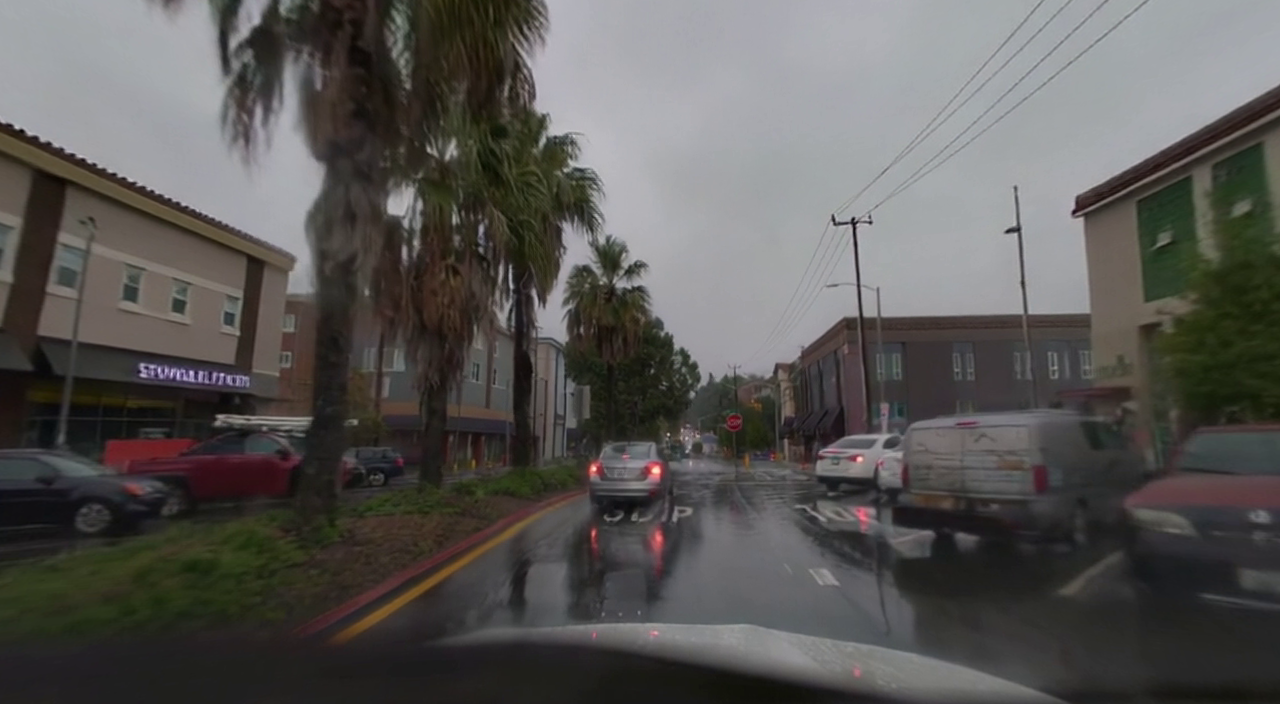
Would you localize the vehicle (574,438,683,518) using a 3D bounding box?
[{"bbox_3d":[-0.082,2.669,13.875,2.031,1.479,3.969,-1,-9,4],"label":"vehicle"}]

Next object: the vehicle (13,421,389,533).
[{"bbox_3d":[-10.092,2.802,15.177,6.873,2.051,2.823,8,-11,-43],"label":"vehicle"}]

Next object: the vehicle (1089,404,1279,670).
[{"bbox_3d":[5.348,1.249,4.883,4.105,1.509,1.839,7,-11,-38],"label":"vehicle"}]

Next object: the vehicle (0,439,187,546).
[{"bbox_3d":[-10.552,2.366,10.954,4.190,1.660,1.959,6,-11,-36],"label":"vehicle"}]

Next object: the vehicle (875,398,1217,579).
[{"bbox_3d":[5.626,1.667,8.521,5.021,1.721,2.244,7,-11,-38],"label":"vehicle"}]
